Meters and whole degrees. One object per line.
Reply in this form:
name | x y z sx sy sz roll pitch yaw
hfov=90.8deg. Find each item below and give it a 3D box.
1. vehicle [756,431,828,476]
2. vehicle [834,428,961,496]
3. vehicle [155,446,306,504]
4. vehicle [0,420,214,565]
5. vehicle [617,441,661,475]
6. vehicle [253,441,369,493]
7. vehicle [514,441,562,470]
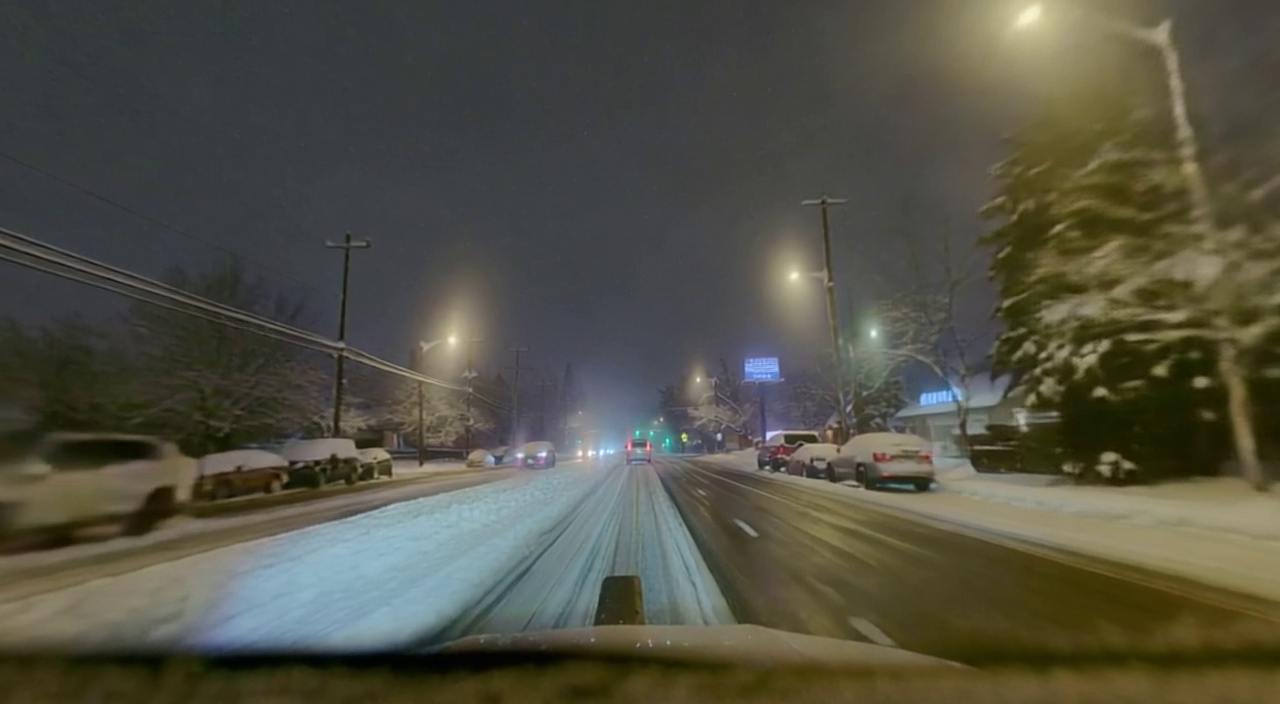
vehicle | 7.629 5.153 32.348 2.257 2.072 5.376 0 -8 -1
vehicle | 7.901 3.409 19.936 2.026 1.851 4.360 0 -8 -2
vehicle | -14.207 4.232 22.396 2.041 1.789 5.070 0 -8 -2
vehicle | -9.472 2.111 10.054 2.048 1.890 4.780 0 -8 -1
vehicle | -0.074 5.263 31.710 2.067 1.547 4.513 0 -8 0
vehicle | -14.278 4.960 27.939 2.138 1.906 5.692 -3 -8 -1
vehicle | -6.344 6.518 39.990 2.254 1.732 4.571 0 -8 0
